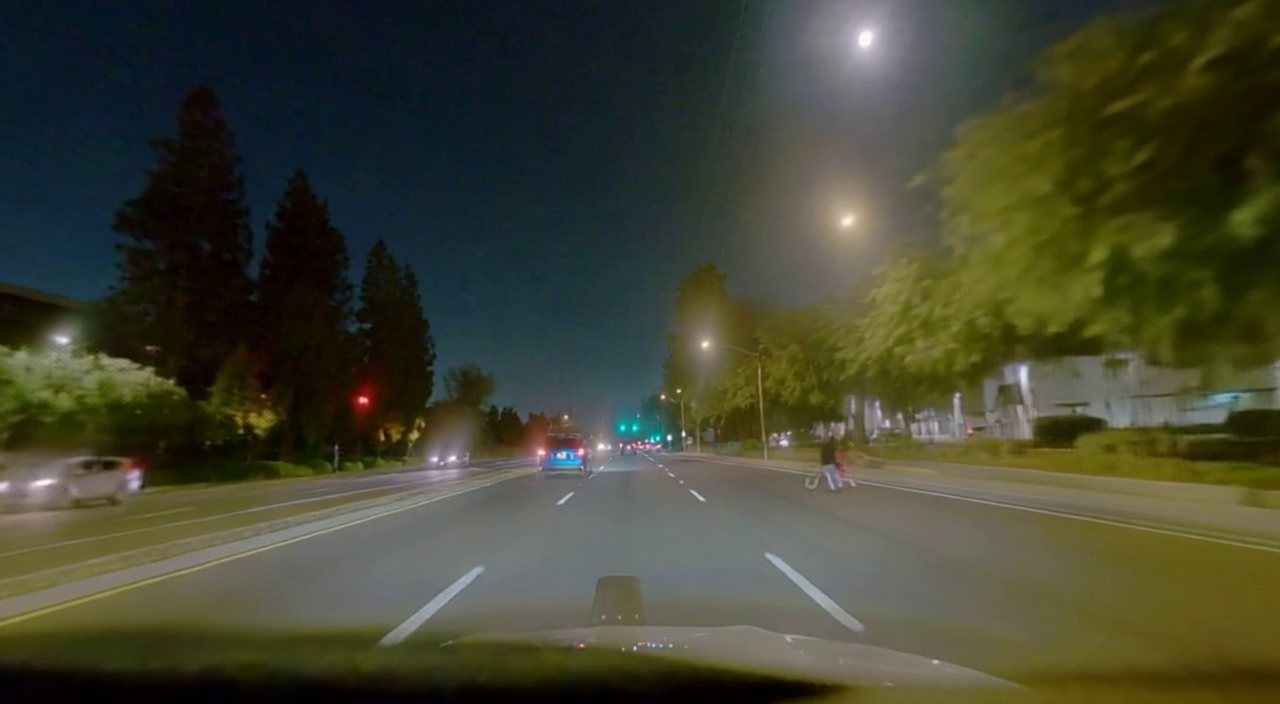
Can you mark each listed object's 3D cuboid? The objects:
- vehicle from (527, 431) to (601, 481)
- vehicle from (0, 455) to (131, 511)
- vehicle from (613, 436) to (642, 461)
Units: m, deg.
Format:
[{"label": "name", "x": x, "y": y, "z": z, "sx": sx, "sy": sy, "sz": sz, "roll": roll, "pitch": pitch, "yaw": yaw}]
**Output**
[{"label": "vehicle", "x": -2.767, "y": 3.939, "z": 24.074, "sx": 2.174, "sy": 1.703, "sz": 4.231, "roll": -1, "pitch": -9, "yaw": 2}, {"label": "vehicle", "x": -19.743, "y": 4.314, "z": 21.198, "sx": 1.902, "sy": 1.625, "sz": 4.095, "roll": 0, "pitch": -9, "yaw": -1}, {"label": "vehicle", "x": -0.954, "y": 7.369, "z": 48.099, "sx": 2.077, "sy": 1.773, "sz": 4.257, "roll": 0, "pitch": -9, "yaw": -1}]
